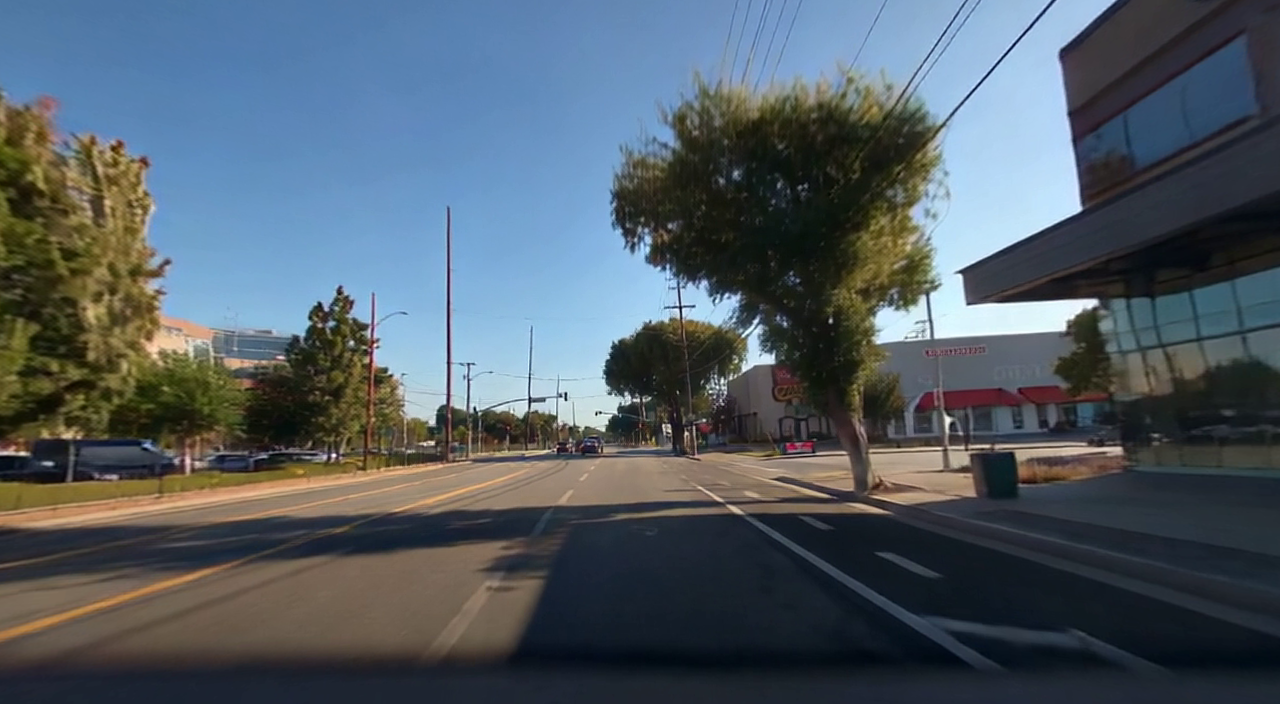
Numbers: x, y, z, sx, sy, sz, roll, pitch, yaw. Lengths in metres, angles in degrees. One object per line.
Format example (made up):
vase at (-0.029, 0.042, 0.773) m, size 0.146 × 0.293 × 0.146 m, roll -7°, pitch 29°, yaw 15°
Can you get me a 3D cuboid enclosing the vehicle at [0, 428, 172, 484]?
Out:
vehicle at (-40.500, 7.516, 45.947) m, size 9.636 × 3.788 × 2.949 m, roll 1°, pitch -8°, yaw -10°
